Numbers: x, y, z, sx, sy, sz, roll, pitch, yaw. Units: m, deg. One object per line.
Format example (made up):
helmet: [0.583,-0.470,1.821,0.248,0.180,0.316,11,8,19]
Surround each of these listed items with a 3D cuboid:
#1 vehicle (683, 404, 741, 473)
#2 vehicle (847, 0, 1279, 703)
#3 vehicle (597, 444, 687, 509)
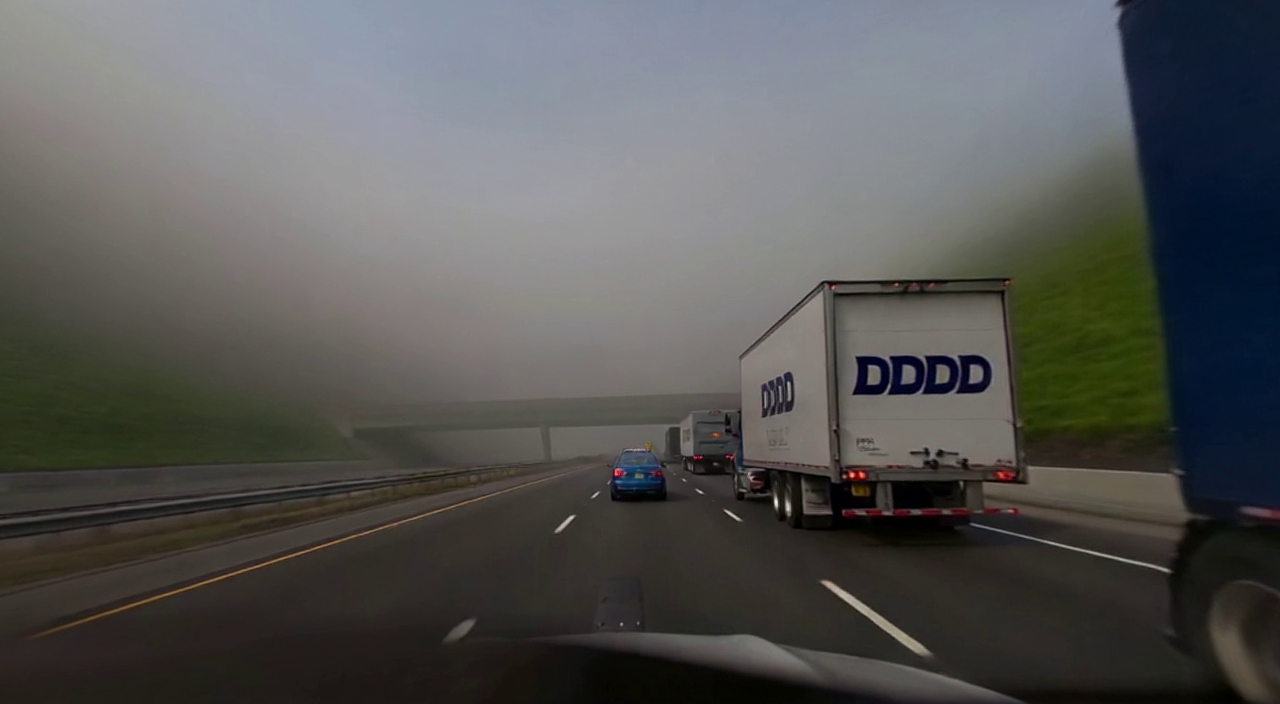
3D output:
vehicle: [4.569,5.785,41.777,2.801,4.039,8.684,0,-9,0]
vehicle: [4.135,0.028,3.972,2.802,3.956,8.291,0,-9,0]
vehicle: [0.046,3.114,16.150,2.029,1.437,3.794,0,-9,0]
